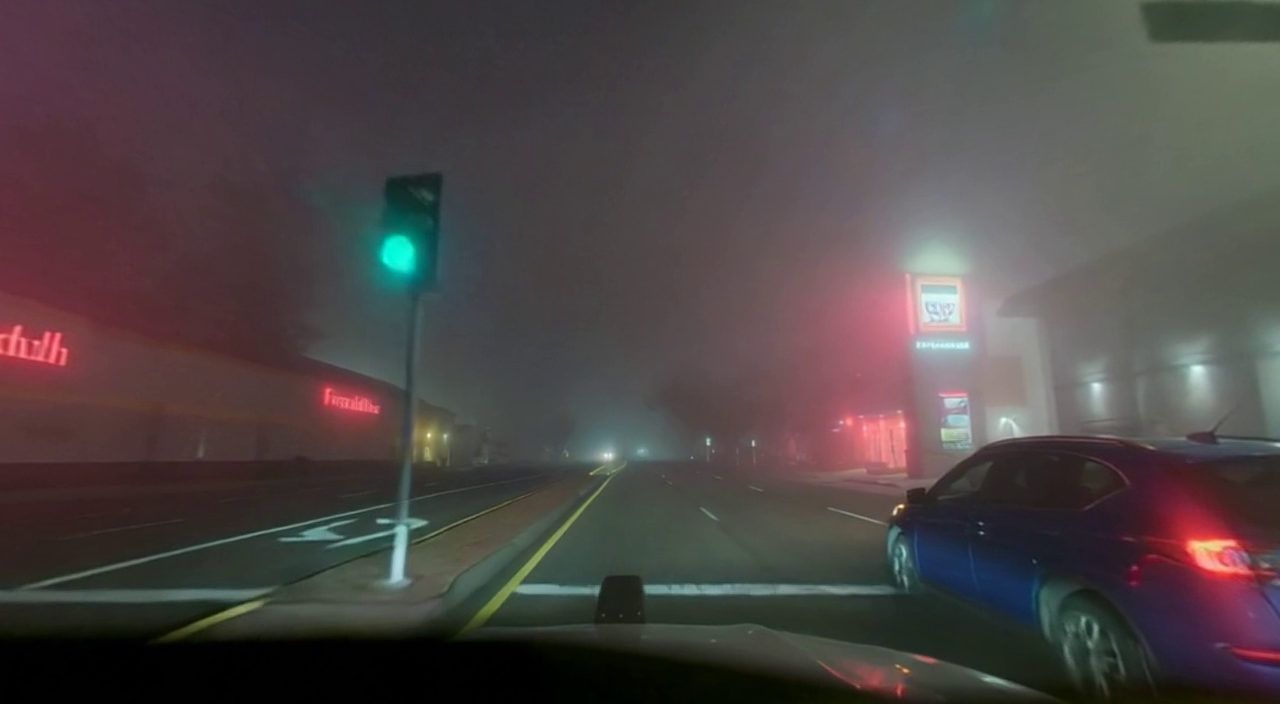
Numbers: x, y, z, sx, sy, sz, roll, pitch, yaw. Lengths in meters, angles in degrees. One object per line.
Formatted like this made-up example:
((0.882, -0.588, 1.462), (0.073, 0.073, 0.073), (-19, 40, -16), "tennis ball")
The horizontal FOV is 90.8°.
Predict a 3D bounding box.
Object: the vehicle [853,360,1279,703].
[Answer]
((3.160, 1.077, 3.657), (2.015, 1.641, 4.995), (0, -8, -1), "vehicle")
